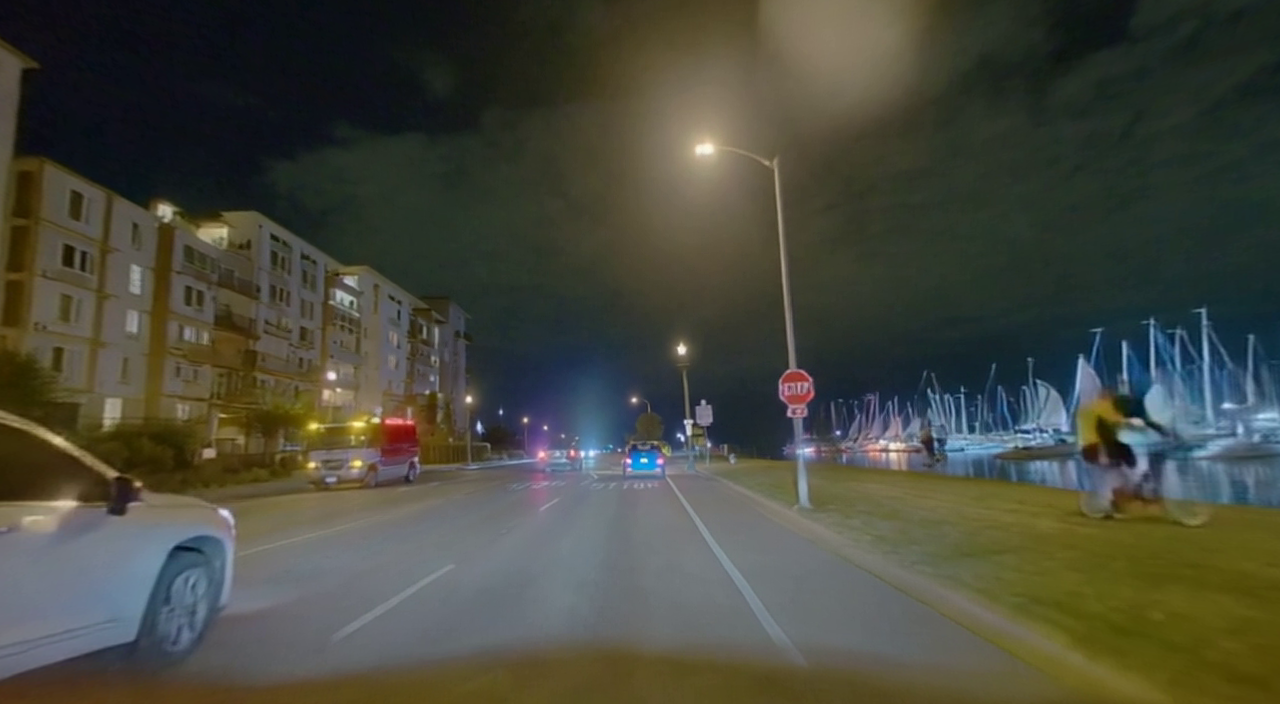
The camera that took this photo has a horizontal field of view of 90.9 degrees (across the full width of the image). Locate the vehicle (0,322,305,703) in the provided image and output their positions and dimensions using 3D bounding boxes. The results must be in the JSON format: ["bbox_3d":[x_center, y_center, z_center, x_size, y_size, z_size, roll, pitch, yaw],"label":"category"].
[{"bbox_3d":[-3.565,0.774,2.261,2.082,1.817,4.724,0,-9,0],"label":"vehicle"}]

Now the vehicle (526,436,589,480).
[{"bbox_3d":[-3.402,4.497,26.907,2.056,1.680,4.205,-1,-9,1],"label":"vehicle"}]

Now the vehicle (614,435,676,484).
[{"bbox_3d":[0.161,3.887,22.991,2.057,1.624,3.726,0,-9,0],"label":"vehicle"}]

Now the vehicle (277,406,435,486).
[{"bbox_3d":[-13.339,4.634,30.903,2.924,3.288,9.352,-1,-9,3],"label":"vehicle"}]
